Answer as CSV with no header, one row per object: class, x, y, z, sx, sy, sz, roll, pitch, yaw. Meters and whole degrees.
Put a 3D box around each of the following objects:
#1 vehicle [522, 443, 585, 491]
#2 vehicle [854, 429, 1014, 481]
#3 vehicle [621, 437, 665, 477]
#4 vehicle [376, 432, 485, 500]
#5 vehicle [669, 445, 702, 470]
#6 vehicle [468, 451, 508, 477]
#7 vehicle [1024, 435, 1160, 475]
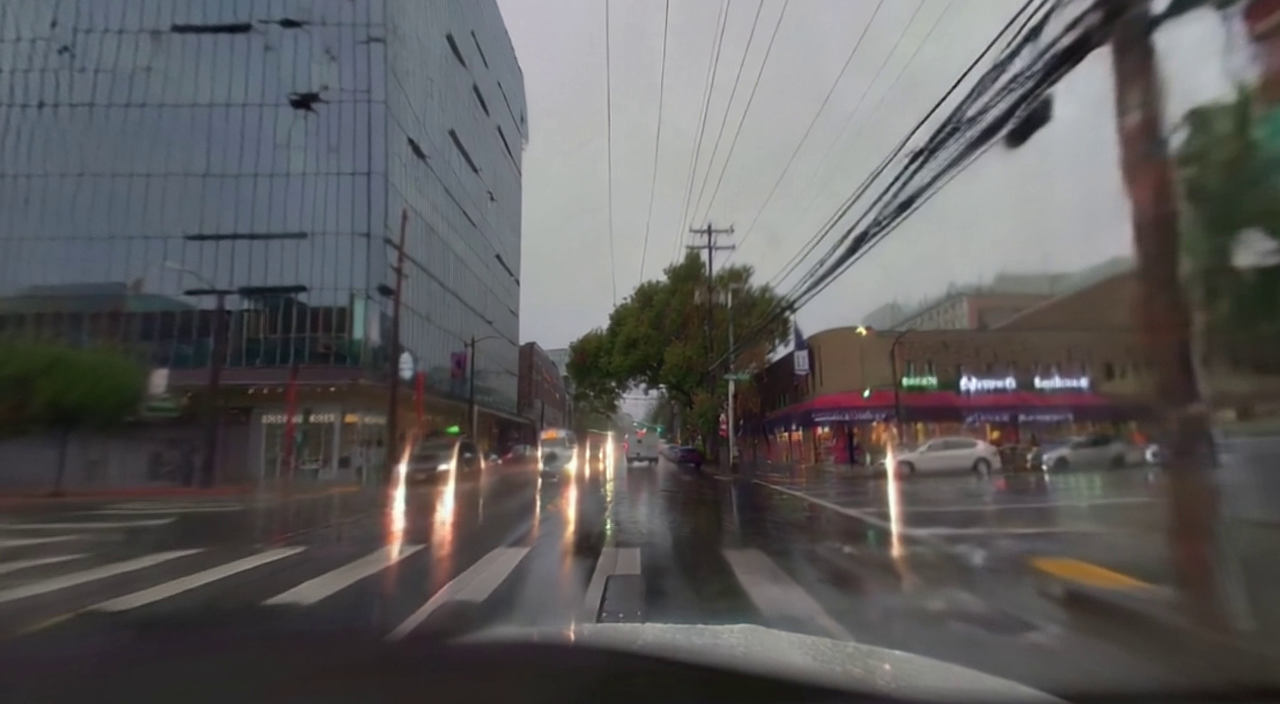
vehicle,-3.227,4.332,24.297,2.026,1.616,4.109,-1,-8,-2
vehicle,10.928,3.883,23.914,4.966,1.826,2.209,-1,-9,7
vehicle,0.095,5.425,32.825,2.127,1.893,4.194,0,-9,-2
vehicle,-6.719,3.696,20.884,2.090,1.975,4.657,0,-9,-2
vehicle,3.150,7.463,44.811,1.934,1.633,4.271,0,-9,-1
vehicle,-9.951,7.353,41.672,1.847,1.566,3.525,-2,-9,-1
vehicle,18.868,4.309,26.537,4.161,1.586,1.992,0,-9,-2
